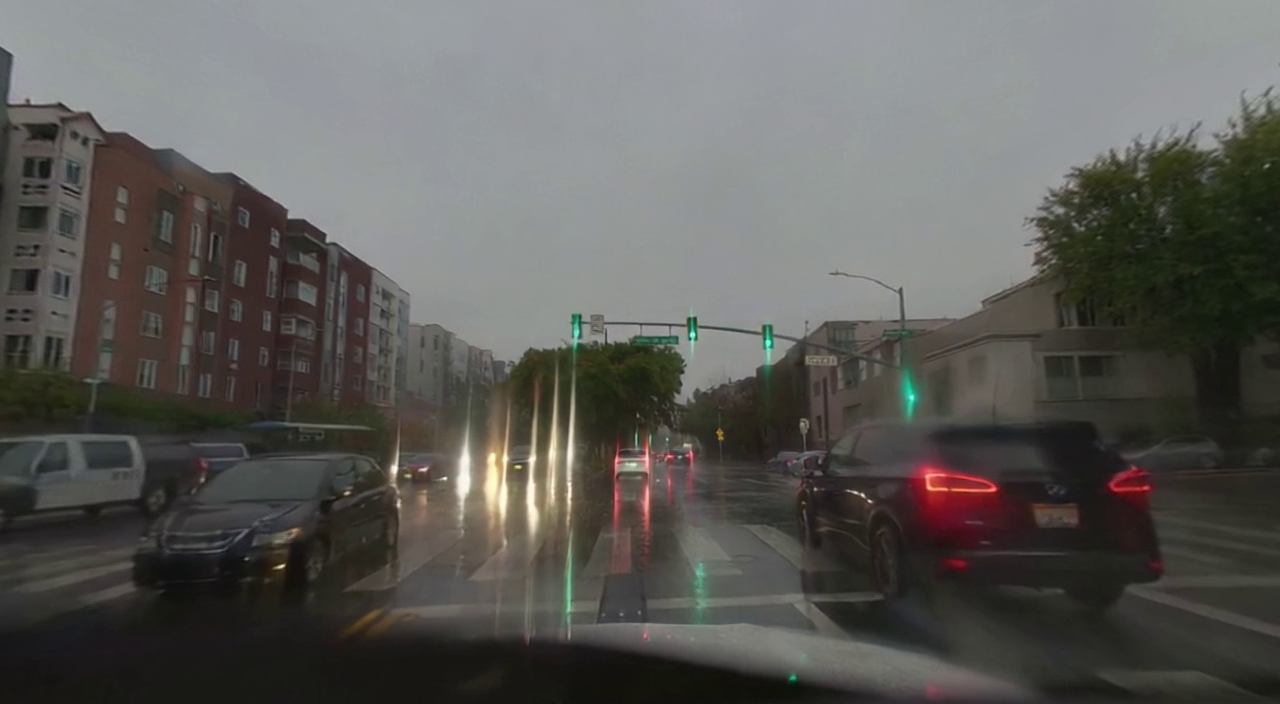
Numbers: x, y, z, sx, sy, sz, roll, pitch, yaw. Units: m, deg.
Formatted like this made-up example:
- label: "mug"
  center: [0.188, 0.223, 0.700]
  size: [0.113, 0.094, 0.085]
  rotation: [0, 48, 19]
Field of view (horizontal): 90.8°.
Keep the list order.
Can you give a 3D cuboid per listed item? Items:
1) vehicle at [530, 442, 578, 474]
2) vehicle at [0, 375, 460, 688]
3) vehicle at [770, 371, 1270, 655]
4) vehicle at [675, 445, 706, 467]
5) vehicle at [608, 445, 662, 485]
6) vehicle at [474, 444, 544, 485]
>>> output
- label: "vehicle"
  center: [-5.153, 6.414, 38.506]
  size: [2.275, 1.816, 4.923]
  rotation: [0, -8, -1]
- label: "vehicle"
  center: [-3.337, 1.407, 6.200]
  size: [2.031, 1.873, 4.581]
  rotation: [0, -8, -3]
- label: "vehicle"
  center: [3.006, 1.395, 6.614]
  size: [2.129, 1.844, 4.767]
  rotation: [0, -8, -2]
- label: "vehicle"
  center: [3.824, 7.952, 48.462]
  size: [1.906, 1.608, 4.050]
  rotation: [0, -8, -1]
- label: "vehicle"
  center: [-0.229, 4.590, 26.101]
  size: [2.059, 1.492, 4.033]
  rotation: [0, -8, -1]
- label: "vehicle"
  center: [-5.665, 4.918, 27.907]
  size: [2.062, 1.532, 4.830]
  rotation: [-3, -9, 0]
